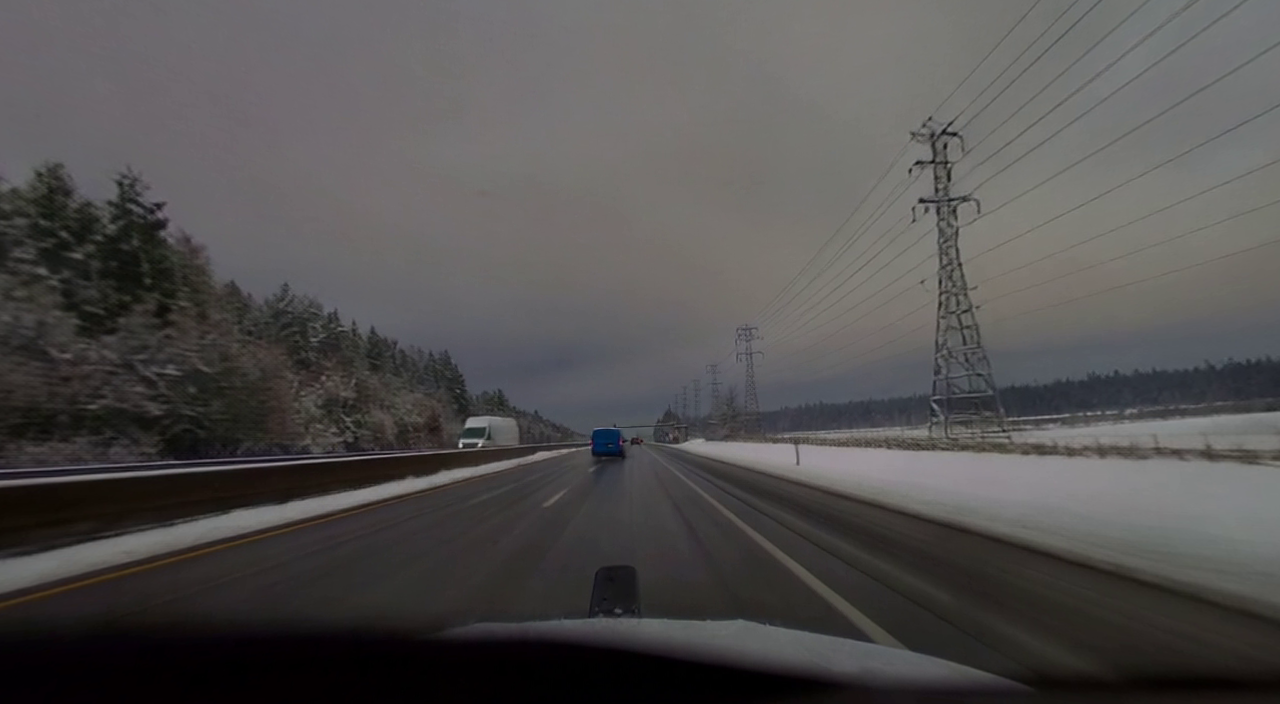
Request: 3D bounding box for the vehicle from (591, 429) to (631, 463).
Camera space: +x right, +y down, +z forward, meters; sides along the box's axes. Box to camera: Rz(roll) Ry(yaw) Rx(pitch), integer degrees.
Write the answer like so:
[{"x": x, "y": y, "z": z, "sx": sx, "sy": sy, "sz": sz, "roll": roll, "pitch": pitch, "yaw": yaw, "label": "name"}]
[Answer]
[{"x": -1.647, "y": 5.478, "z": 36.868, "sx": 2.041, "sy": 1.856, "sz": 4.353, "roll": 0, "pitch": -8, "yaw": 1, "label": "vehicle"}]
